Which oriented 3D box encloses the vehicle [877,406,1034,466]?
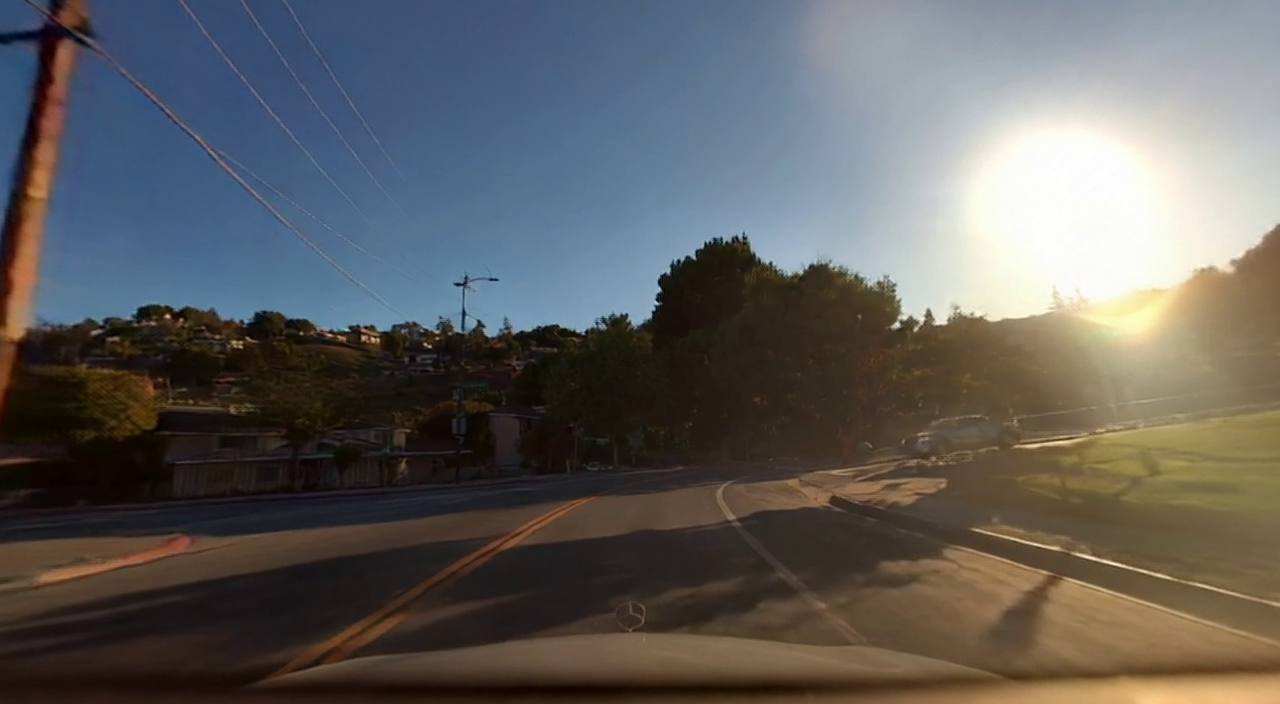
[{"bbox_3d":[12.024,3.240,24.179,4.810,1.732,2.176,-4,-10,-12],"label":"vehicle"}]
